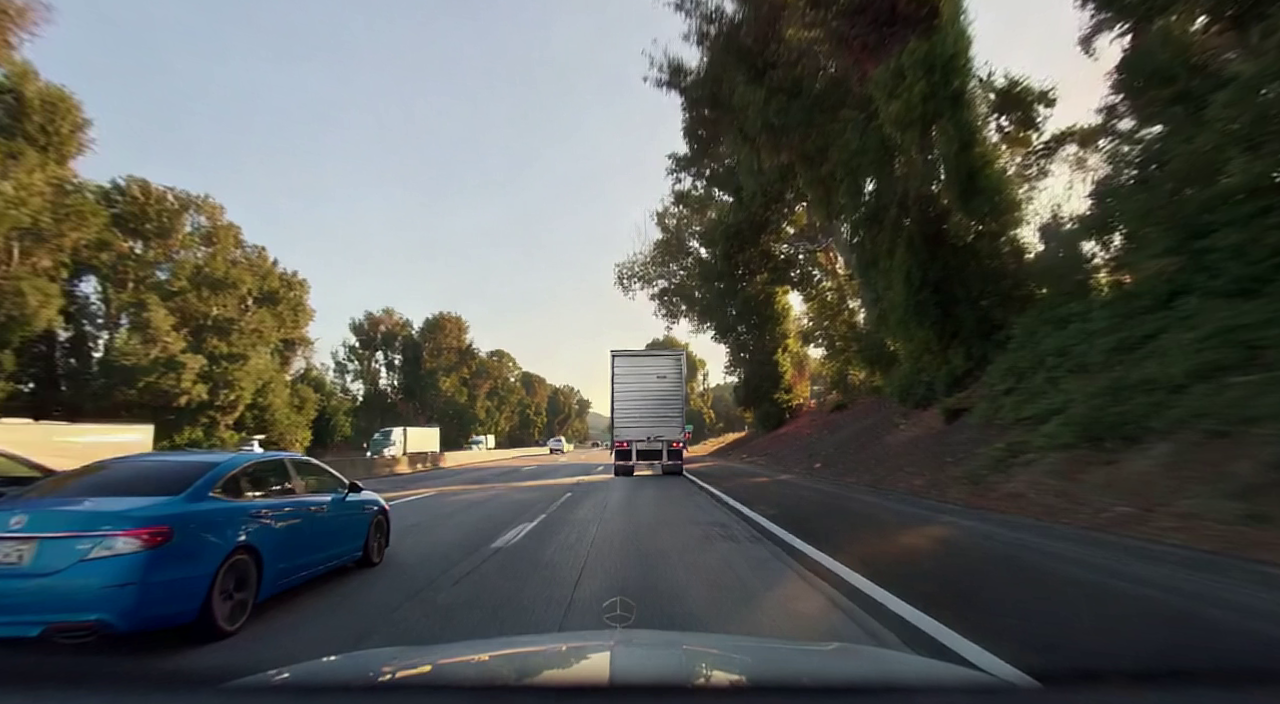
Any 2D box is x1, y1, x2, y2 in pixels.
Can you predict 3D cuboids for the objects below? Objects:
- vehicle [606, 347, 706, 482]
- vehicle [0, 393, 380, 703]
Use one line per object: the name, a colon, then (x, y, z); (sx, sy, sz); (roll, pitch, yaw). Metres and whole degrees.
vehicle: (0.472, 2.675, 24.949); (3.073, 4.196, 10.546); (0, -8, 0)
vehicle: (-3.539, 1.170, 4.117); (1.854, 1.530, 4.268); (0, -8, 0)
